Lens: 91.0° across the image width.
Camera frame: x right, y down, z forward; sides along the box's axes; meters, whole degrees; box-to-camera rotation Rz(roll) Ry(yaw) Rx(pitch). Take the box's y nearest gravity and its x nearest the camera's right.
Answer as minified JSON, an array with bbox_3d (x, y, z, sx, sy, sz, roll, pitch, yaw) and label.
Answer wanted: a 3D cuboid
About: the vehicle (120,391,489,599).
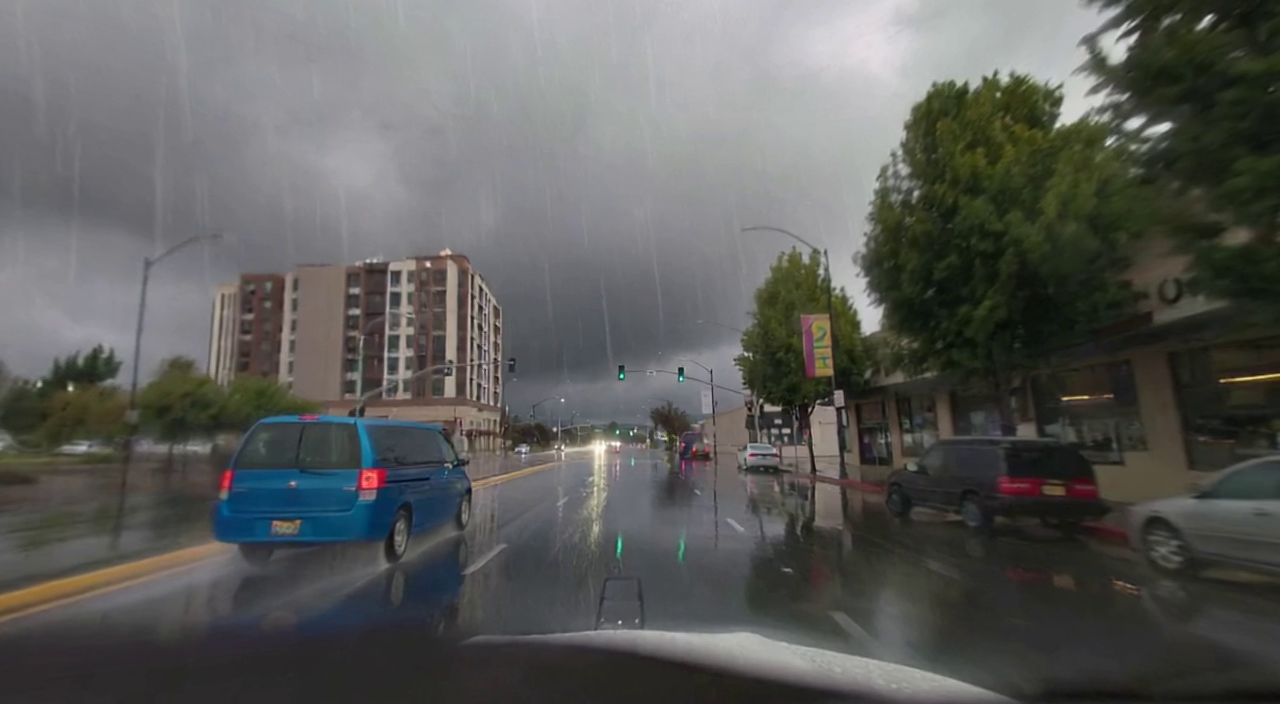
[{"bbox_3d":[-3.258,1.467,7.201,2.080,1.722,3.766,0,-8,0],"label":"vehicle"}]

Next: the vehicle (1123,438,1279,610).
[{"bbox_3d":[6.451,1.420,4.908,1.796,1.474,4.449,0,-8,0],"label":"vehicle"}]

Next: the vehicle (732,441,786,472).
[{"bbox_3d":[6.391,5.648,34.401,1.967,1.534,4.683,0,-8,-1],"label":"vehicle"}]

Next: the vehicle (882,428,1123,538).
[{"bbox_3d":[6.418,2.323,11.864,1.913,1.664,4.246,0,-8,-1],"label":"vehicle"}]
